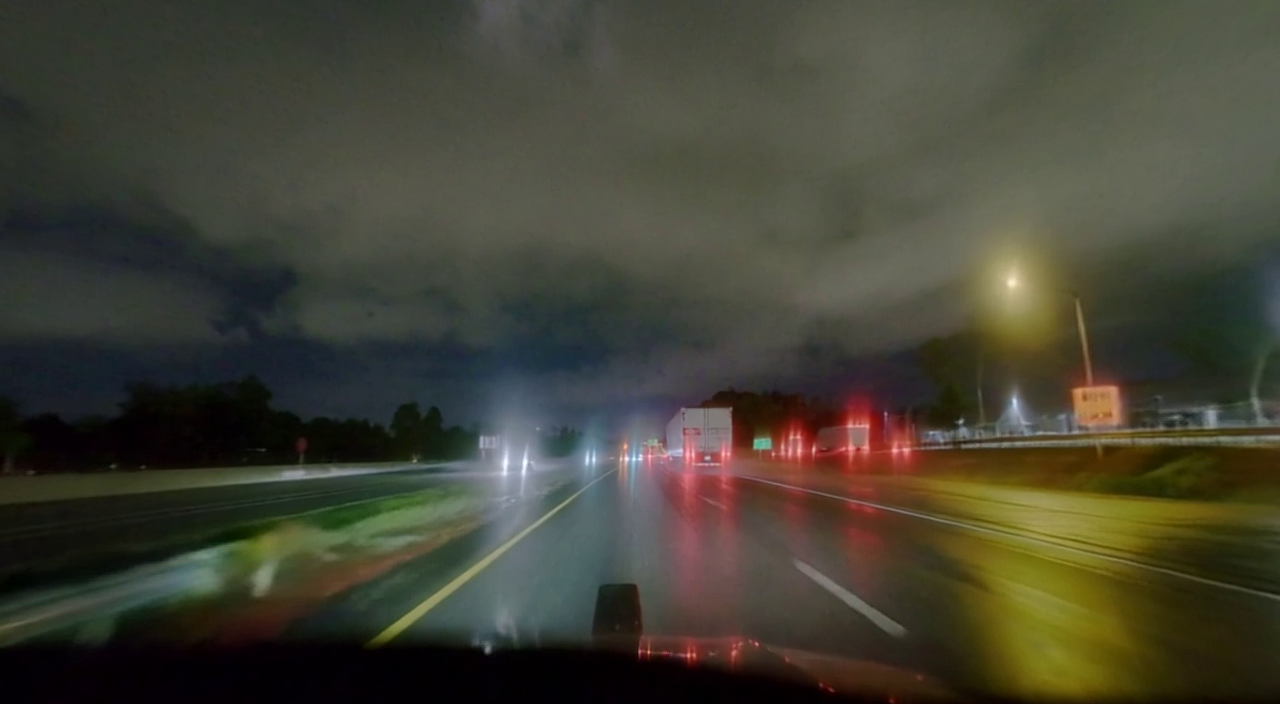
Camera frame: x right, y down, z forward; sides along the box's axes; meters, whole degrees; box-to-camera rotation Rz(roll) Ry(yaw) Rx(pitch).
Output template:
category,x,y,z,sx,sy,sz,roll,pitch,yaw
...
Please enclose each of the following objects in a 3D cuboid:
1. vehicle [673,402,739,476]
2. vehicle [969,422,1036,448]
category,x,y,z,sx,sy,sz,roll,pitch,yaw
vehicle,4.113,5.944,42.374,3.185,4.154,12.638,0,-9,0
vehicle,22.726,5.252,39.609,1.800,1.506,3.851,0,-9,-2
